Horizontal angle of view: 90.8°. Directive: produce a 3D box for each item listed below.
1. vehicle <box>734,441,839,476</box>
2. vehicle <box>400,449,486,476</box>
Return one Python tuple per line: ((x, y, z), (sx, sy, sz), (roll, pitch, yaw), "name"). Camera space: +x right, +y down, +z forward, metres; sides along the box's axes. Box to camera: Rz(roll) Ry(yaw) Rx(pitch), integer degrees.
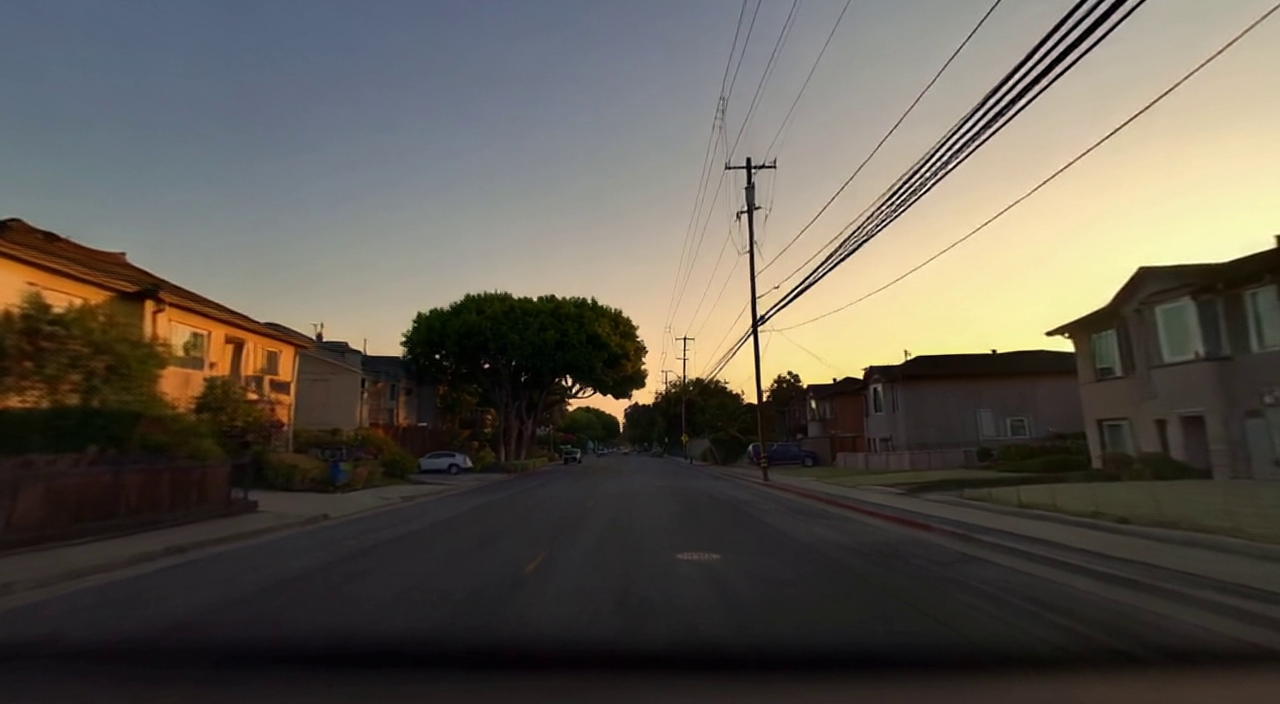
((9.061, 6.643, 39.582), (5.890, 1.896, 2.459), (-2, -9, -2), "vehicle")
((-11.284, 6.369, 36.429), (4.371, 1.482, 1.954), (0, -9, -3), "vehicle")
